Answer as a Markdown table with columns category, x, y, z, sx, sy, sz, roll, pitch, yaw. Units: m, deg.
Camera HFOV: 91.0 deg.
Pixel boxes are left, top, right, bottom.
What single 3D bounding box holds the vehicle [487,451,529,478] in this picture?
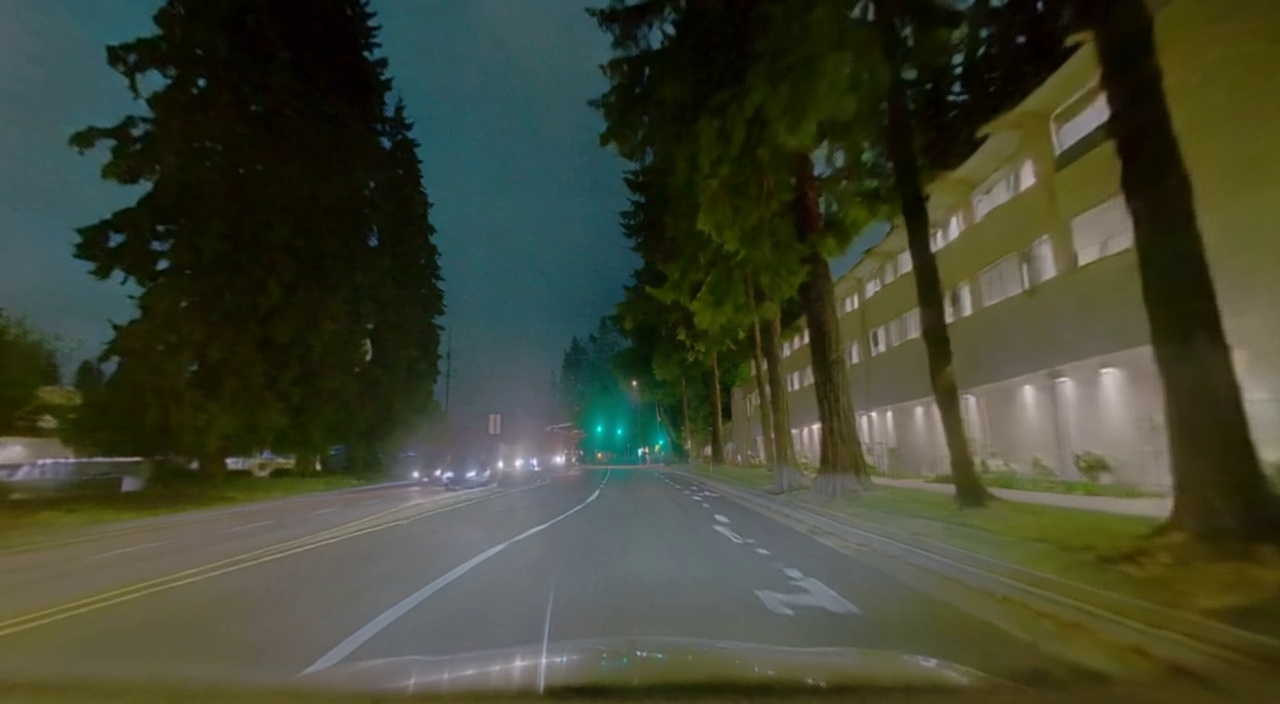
| category | x | y | z | sx | sy | sz | roll | pitch | yaw |
| --- | --- | --- | --- | --- | --- | --- | --- | --- | --- |
| vehicle | -9.550 | 8.172 | 45.896 | 2.057 | 1.805 | 4.933 | 0 | -9 | 0 |

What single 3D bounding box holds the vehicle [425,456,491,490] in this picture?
| category | x | y | z | sx | sy | sz | roll | pitch | yaw |
| --- | --- | --- | --- | --- | --- | --- | --- | --- | --- |
| vehicle | -8.880 | 5.911 | 31.088 | 2.050 | 1.486 | 4.512 | 0 | -8 | -2 |
